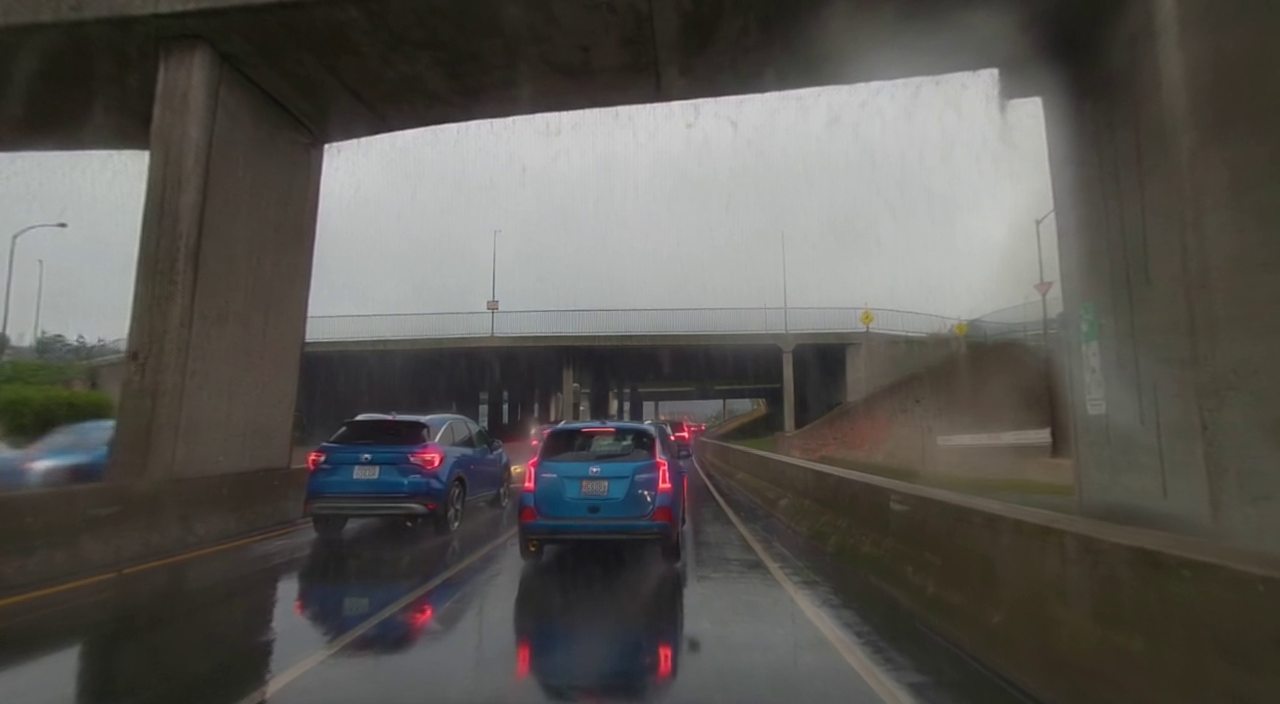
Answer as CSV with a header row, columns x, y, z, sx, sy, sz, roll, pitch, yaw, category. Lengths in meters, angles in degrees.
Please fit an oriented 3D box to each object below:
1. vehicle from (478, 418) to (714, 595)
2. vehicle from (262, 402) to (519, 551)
x,y,z,sx,sy,sz,roll,pitch,yaw,category
-0.274,1.621,7.487,2.020,1.478,4.092,-1,-8,3,vehicle
-3.437,1.827,9.890,2.017,1.761,4.572,0,-8,2,vehicle
